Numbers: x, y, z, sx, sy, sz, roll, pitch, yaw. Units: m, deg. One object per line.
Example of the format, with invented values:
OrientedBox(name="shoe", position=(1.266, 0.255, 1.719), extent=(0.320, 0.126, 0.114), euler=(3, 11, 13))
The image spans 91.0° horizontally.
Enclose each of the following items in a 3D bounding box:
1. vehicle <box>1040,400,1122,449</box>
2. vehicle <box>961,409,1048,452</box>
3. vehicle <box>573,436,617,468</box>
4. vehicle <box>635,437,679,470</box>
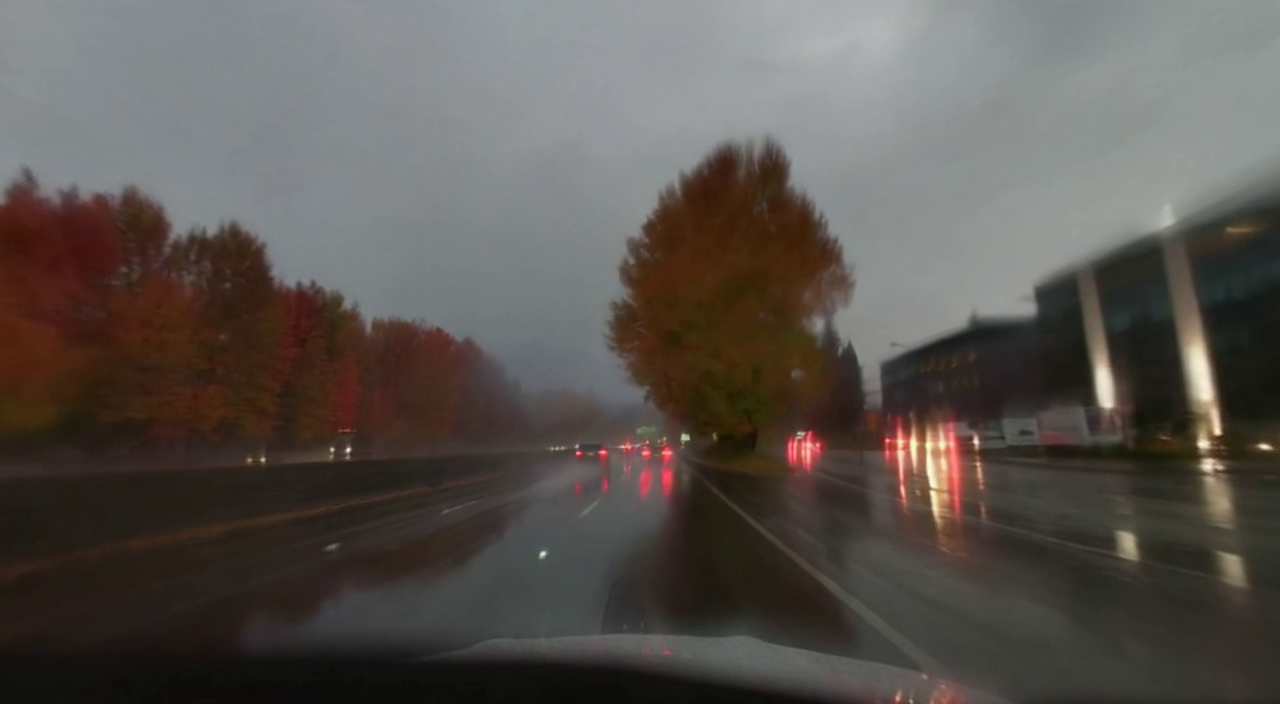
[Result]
OrientedBox(name="vehicle", position=(23.259, 3.866, 33.307), extent=(2.673, 2.486, 2.062), euler=(0, -8, -1))
OrientedBox(name="vehicle", position=(23.343, 5.089, 40.502), extent=(4.440, 2.545, 2.105), euler=(-6, -10, 24))
OrientedBox(name="vehicle", position=(-2.494, 5.660, 35.837), extent=(2.197, 1.709, 4.069), euler=(0, -8, 1))
OrientedBox(name="vehicle", position=(0.821, 4.990, 31.109), extent=(2.040, 1.493, 3.682), euler=(0, -8, 1))
